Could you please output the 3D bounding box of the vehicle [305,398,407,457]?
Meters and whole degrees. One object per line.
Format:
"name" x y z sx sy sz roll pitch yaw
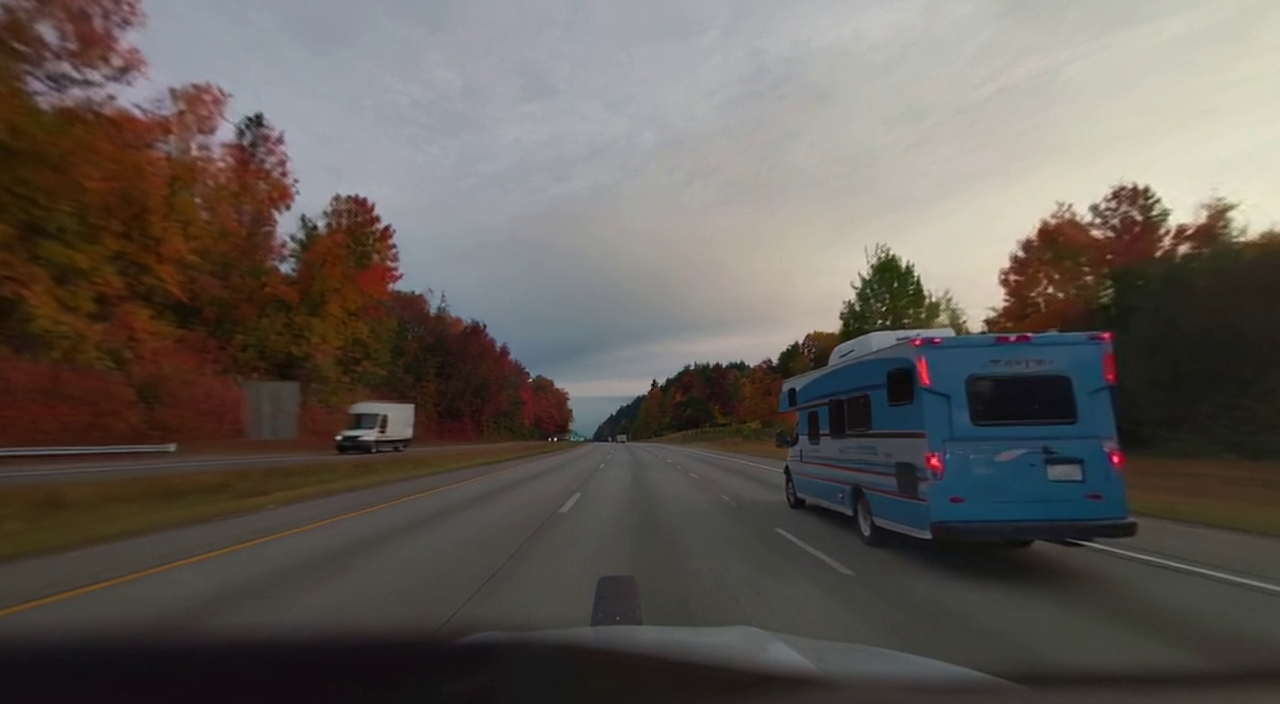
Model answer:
"vehicle" -15.164 4.151 34.200 2.456 2.870 6.580 0 -8 0

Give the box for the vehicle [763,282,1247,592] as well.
"vehicle" 4.063 1.218 9.435 2.815 2.876 7.101 0 -8 -1
